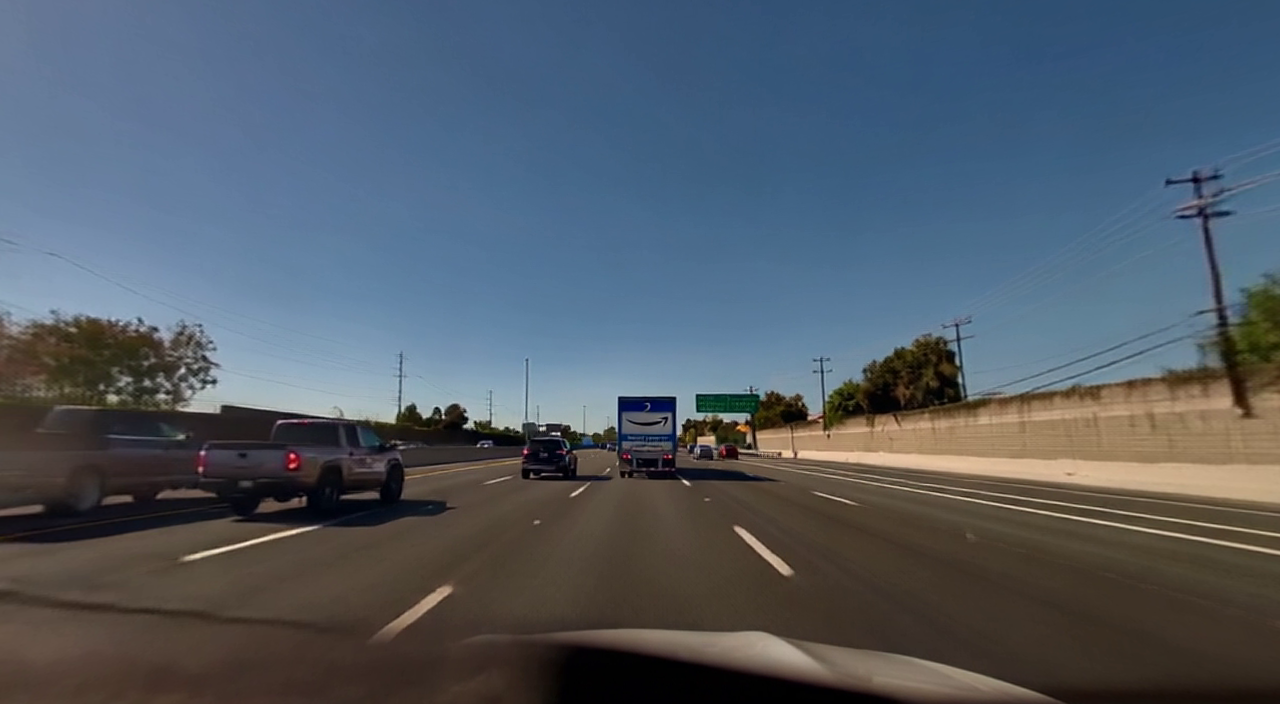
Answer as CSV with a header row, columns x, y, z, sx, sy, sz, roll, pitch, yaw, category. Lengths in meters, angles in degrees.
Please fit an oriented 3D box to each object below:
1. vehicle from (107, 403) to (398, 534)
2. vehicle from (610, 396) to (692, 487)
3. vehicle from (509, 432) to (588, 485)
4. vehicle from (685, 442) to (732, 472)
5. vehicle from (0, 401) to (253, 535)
x,y,z,sx,sy,sz,roll,pitch,yaw,category
-6.577,2.054,11.672,2.101,1.858,5.071,0,-9,1,vehicle
0.314,3.156,22.095,2.456,2.705,6.251,0,-9,0,vehicle
-3.104,3.717,22.240,2.095,1.688,4.188,0,-9,1,vehicle
3.628,5.664,34.185,1.970,1.499,4.491,1,-9,-1,vehicle
-10.217,2.012,11.430,2.454,1.857,6.221,0,-9,0,vehicle
